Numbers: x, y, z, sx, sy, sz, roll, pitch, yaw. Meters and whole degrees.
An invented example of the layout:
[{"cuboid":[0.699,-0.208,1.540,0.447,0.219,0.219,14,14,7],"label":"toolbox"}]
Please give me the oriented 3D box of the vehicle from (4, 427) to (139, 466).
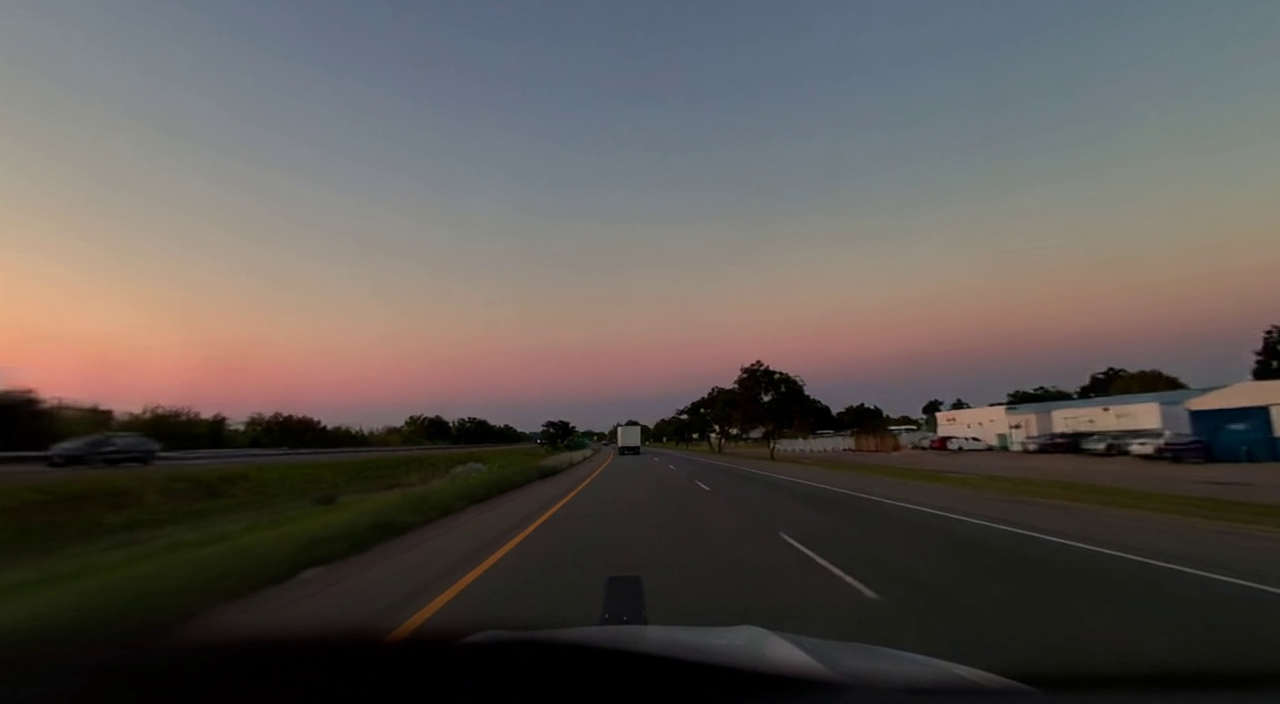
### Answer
[{"cuboid":[-28.615,4.797,32.048,2.008,1.790,5.262,0,-8,-1],"label":"vehicle"}]
